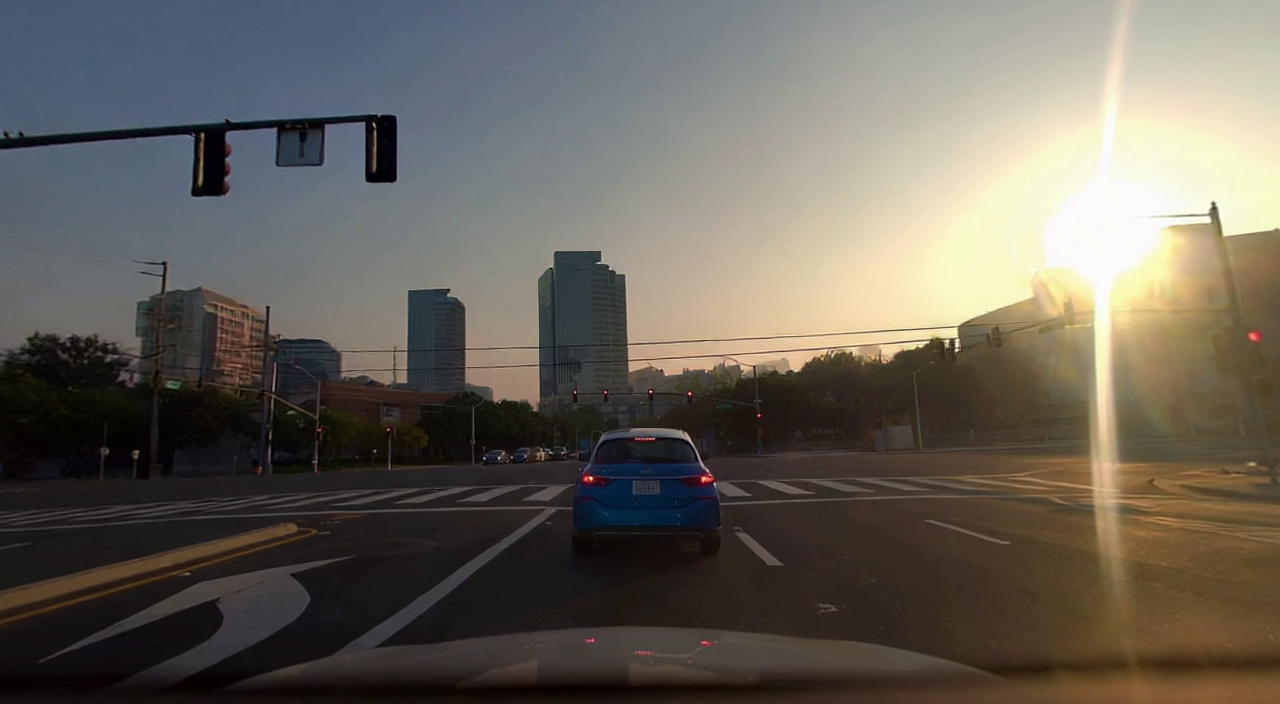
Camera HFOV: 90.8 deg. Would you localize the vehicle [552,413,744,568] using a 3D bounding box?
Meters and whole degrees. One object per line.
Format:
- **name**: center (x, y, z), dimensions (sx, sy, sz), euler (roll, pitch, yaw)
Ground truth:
- **vehicle**: center (0.046, 1.755, 8.711), dimensions (2.027, 1.626, 3.942), euler (0, -8, -1)
